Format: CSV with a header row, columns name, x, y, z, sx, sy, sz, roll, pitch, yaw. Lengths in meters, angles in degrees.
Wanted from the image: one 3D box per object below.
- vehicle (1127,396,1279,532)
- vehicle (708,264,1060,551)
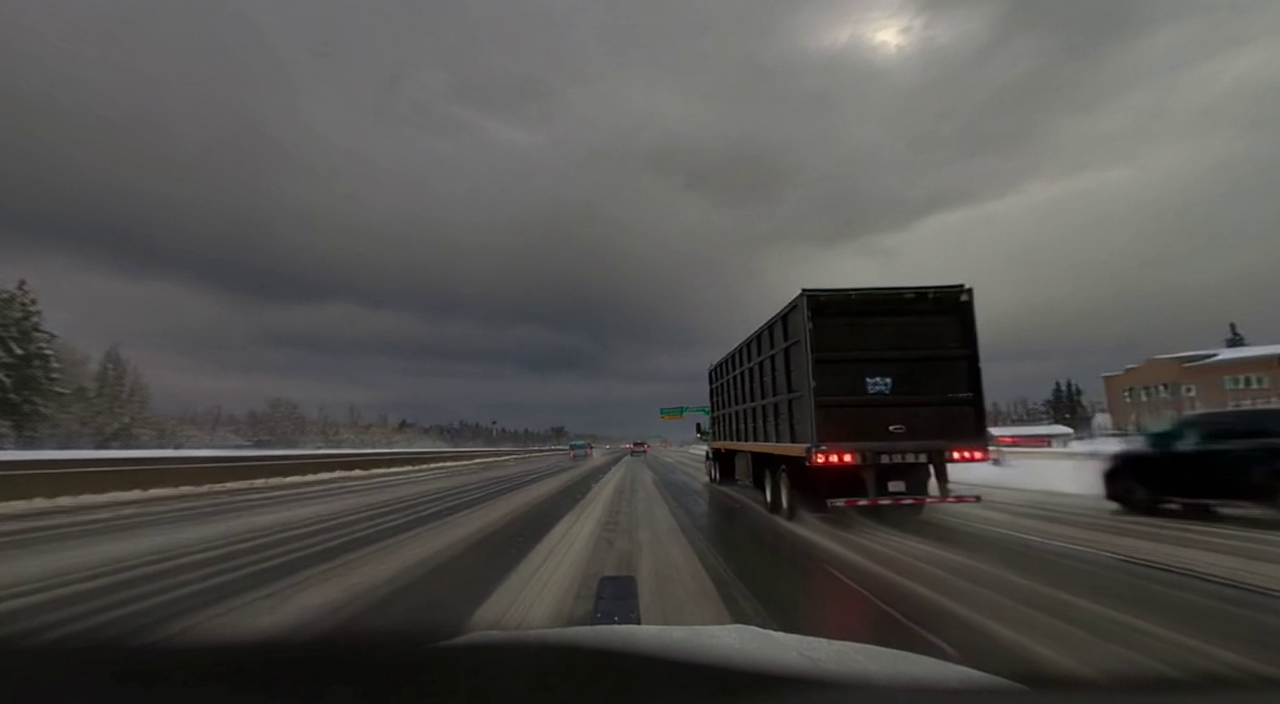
name,x,y,z,sx,sy,sz,roll,pitch,yaw
vehicle,10.894,1.715,9.681,2.286,2.044,5.722,0,-9,0
vehicle,3.557,1.425,13.162,2.966,3.586,10.563,0,-9,-1
